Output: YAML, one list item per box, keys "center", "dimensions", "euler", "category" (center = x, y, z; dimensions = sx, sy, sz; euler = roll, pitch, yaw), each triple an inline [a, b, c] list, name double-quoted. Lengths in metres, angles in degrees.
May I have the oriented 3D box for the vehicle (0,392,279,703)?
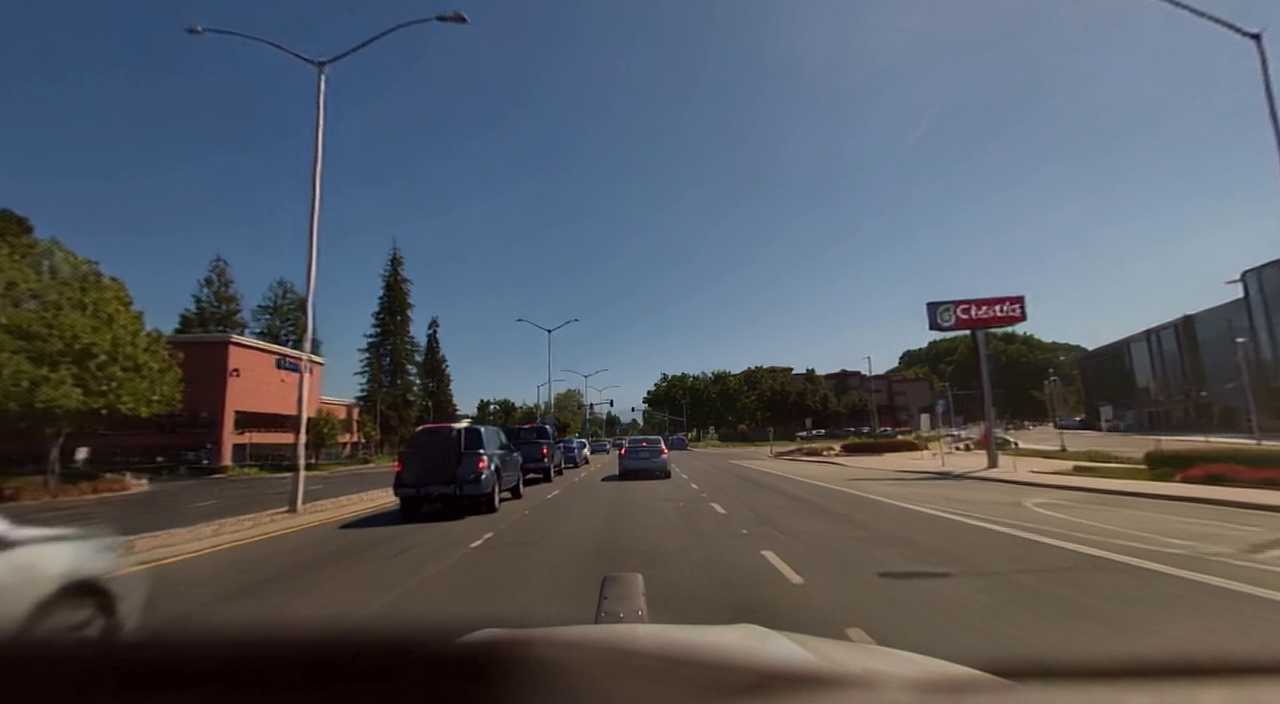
- center: [-3.455, 0.830, 1.852]
  dimensions: [2.139, 1.487, 4.453]
  euler: [0, -8, 0]
  category: "vehicle"

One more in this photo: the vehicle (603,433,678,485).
- center: [-0.013, 3.329, 19.916]
  dimensions: [2.126, 1.475, 3.967]
  euler: [0, -8, -1]
  category: "vehicle"

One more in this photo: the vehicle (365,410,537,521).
- center: [-3.363, 2.130, 12.248]
  dimensions: [2.046, 1.751, 4.208]
  euler: [0, -8, -1]
  category: "vehicle"
